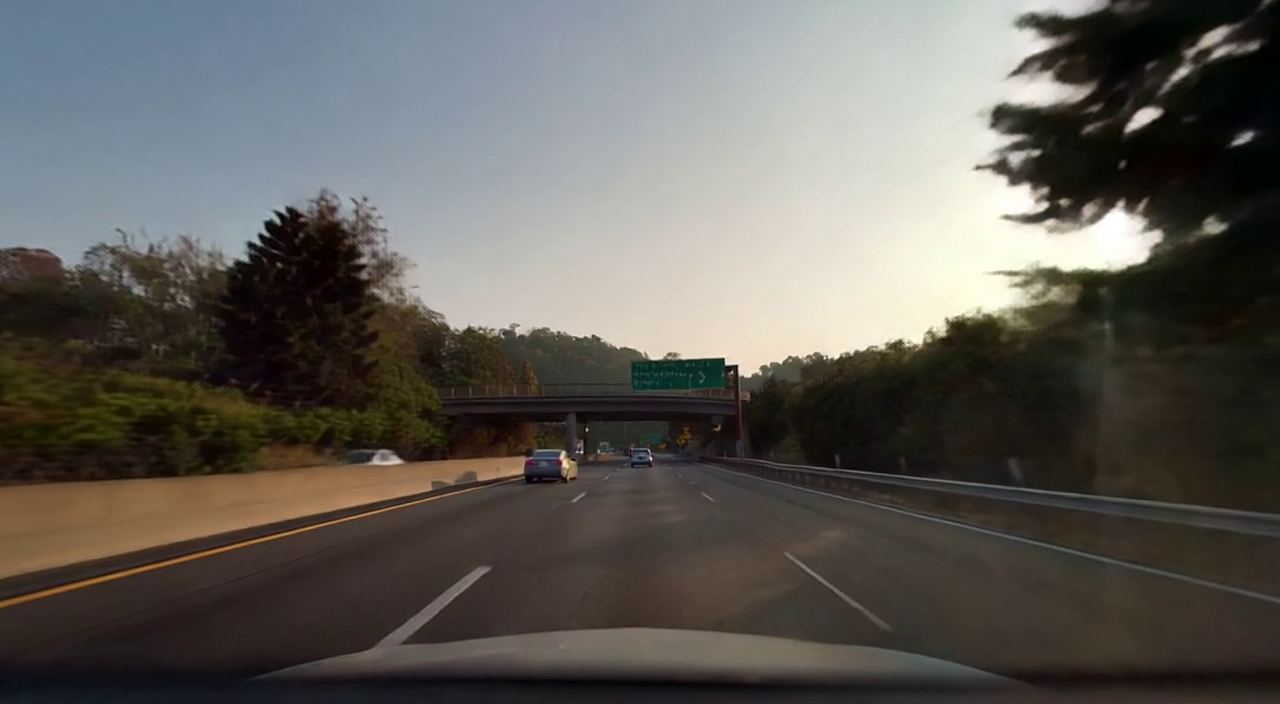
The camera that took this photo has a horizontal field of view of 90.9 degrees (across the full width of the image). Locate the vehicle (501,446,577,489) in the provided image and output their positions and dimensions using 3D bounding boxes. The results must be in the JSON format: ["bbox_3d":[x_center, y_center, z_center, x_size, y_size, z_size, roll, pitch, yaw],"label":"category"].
[{"bbox_3d":[-3.753,4.383,24.303,2.157,1.483,4.601,0,-9,1],"label":"vehicle"}]

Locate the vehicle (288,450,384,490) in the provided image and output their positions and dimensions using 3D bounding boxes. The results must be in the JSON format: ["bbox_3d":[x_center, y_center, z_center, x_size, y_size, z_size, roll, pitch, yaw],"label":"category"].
[{"bbox_3d":[-12.750,4.939,26.768,1.827,1.493,4.634,0,-9,-1],"label":"vehicle"}]

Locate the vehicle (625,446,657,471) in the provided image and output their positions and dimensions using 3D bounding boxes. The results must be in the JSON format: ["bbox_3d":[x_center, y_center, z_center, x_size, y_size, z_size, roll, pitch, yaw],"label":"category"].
[{"bbox_3d":[0.069,7.123,42.213,2.011,1.590,3.607,0,-9,0],"label":"vehicle"}]
